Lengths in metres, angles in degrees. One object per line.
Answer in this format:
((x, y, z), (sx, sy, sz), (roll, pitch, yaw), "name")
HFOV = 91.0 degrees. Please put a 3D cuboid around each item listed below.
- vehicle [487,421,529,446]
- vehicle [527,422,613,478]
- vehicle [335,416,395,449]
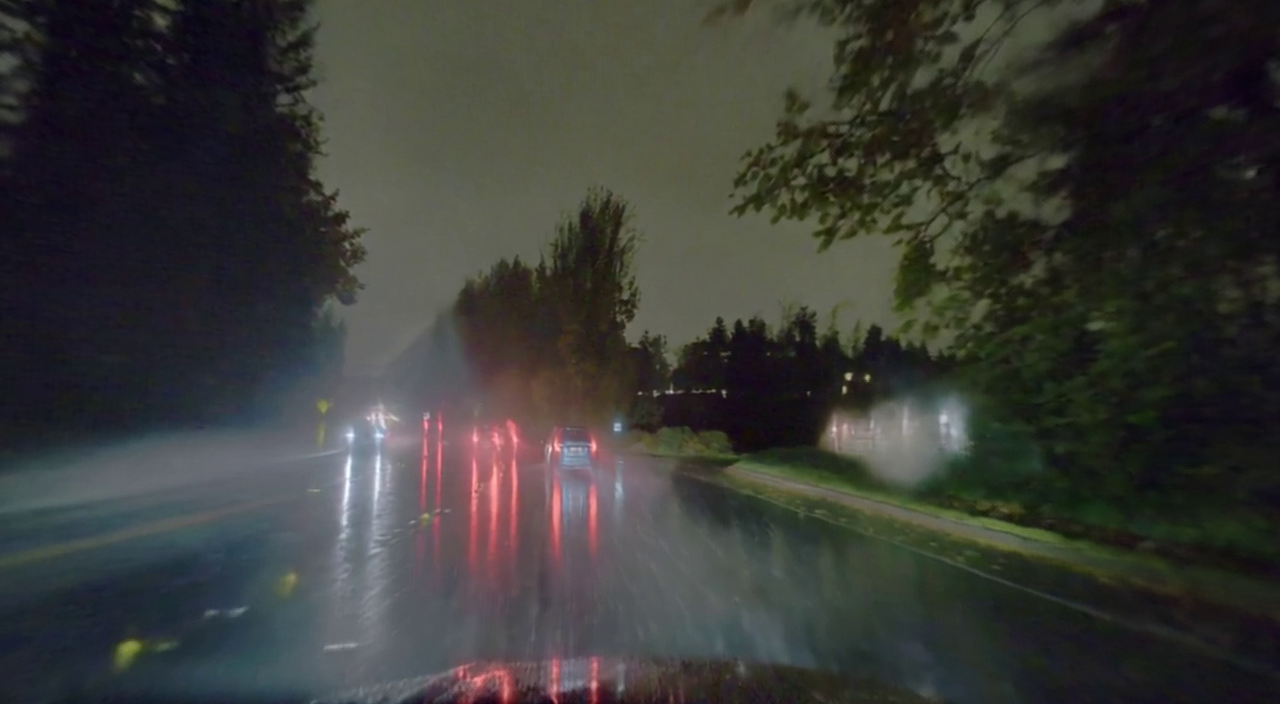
((-8.763, 5.385, 41.484), (2.080, 1.530, 3.719), (3, -8, -22), "vehicle")
((-2.237, 2.928, 19.095), (2.296, 1.510, 4.068), (1, -8, -10), "vehicle")
((-13.596, 4.050, 31.362), (2.126, 1.493, 4.748), (2, -8, -17), "vehicle")
